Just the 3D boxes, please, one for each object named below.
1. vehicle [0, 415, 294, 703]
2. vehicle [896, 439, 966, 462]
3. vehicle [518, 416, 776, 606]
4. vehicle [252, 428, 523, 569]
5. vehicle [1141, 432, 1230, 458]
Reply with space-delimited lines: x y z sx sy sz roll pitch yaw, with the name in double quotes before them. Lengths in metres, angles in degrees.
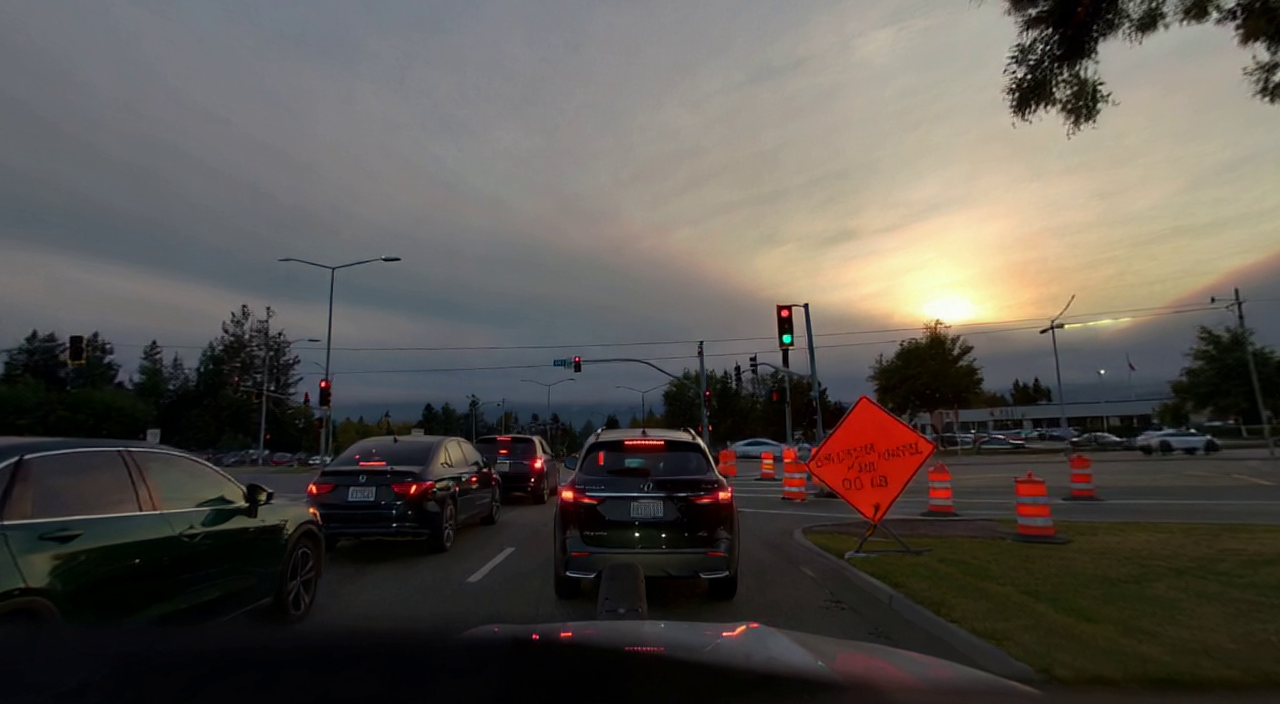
"vehicle" -3.594 0.943 2.149 2.064 1.497 4.722 0 -9 1
"vehicle" 23.046 7.816 49.969 4.672 1.676 1.867 1 -9 -1
"vehicle" 0.103 1.617 7.215 2.167 1.560 3.676 0 -9 1
"vehicle" -3.280 1.996 9.446 1.989 1.541 4.626 0 -9 2
"vehicle" 35.353 6.025 40.872 4.051 1.583 1.794 0 -9 1
